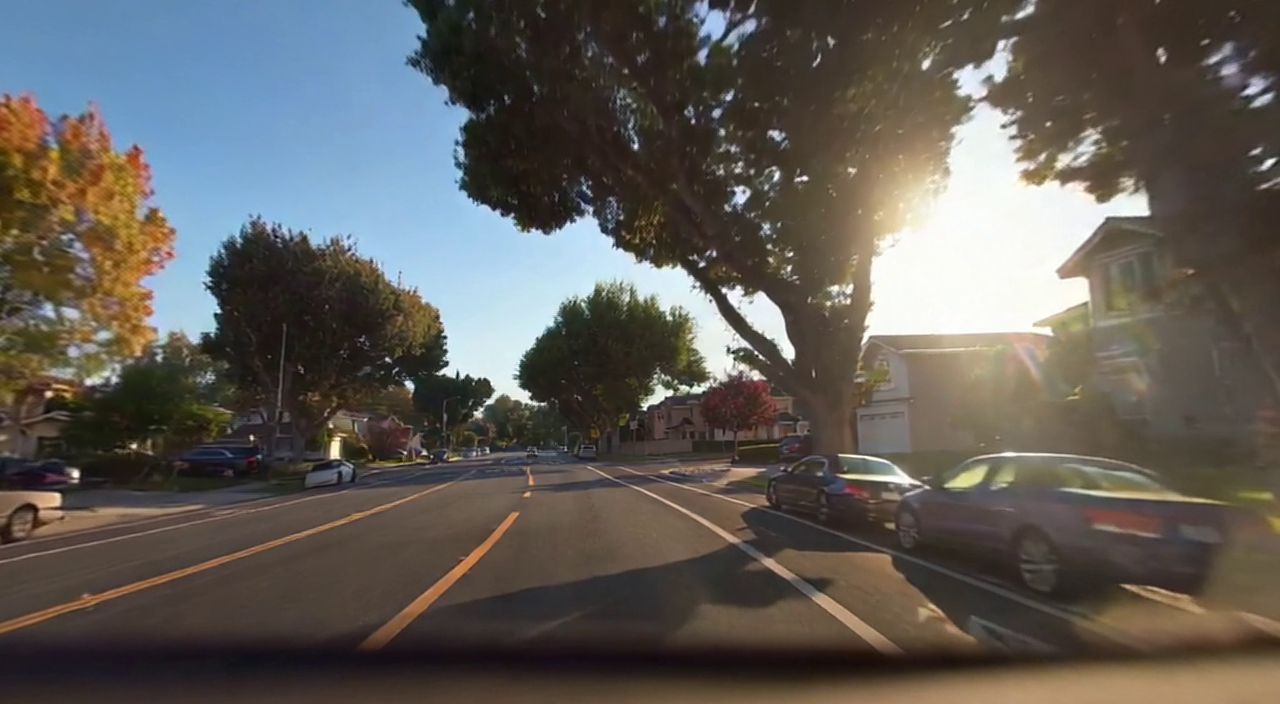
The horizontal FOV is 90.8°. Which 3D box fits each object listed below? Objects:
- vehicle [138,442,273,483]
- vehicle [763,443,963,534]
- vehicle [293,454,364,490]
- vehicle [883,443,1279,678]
[{"bbox_3d":[-23.211,5.917,33.958,5.560,1.892,2.099,-1,-9,-7],"label":"vehicle"},{"bbox_3d":[4.063,2.534,12.380,2.029,1.449,4.028,1,-9,-7],"label":"vehicle"},{"bbox_3d":[-14.921,5.737,30.514,1.870,1.451,4.140,0,-8,-8],"label":"vehicle"},{"bbox_3d":[4.563,1.662,6.451,1.872,1.423,4.874,0,-9,-5],"label":"vehicle"}]
